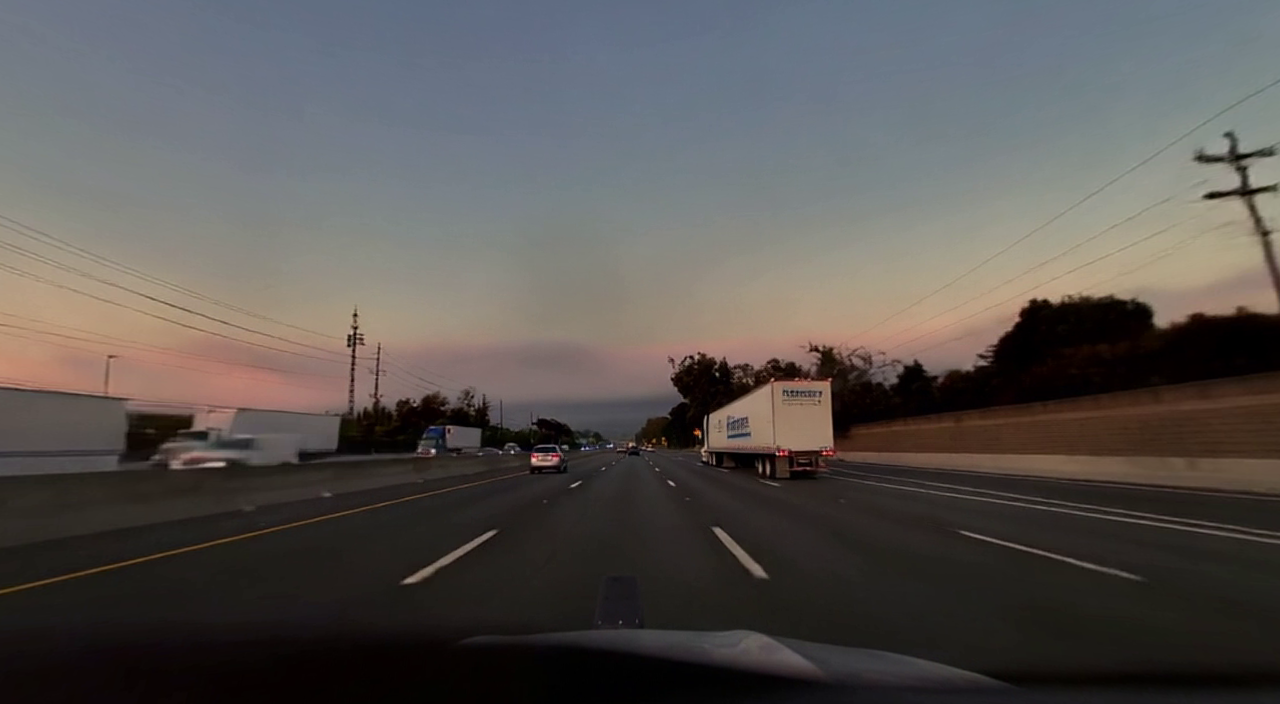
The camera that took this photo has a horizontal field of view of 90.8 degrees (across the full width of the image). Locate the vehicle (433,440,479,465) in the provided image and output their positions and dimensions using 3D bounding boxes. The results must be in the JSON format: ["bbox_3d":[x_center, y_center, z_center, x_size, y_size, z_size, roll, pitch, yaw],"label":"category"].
[{"bbox_3d":[-14.028,7.696,48.499,2.177,1.837,4.780,0,-9,-1],"label":"vehicle"}]

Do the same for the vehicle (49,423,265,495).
[{"bbox_3d":[-13.118,2.954,17.720,2.193,1.724,4.842,0,-9,0],"label":"vehicle"}]

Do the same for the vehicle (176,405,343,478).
[{"bbox_3d":[-21.195,5.191,36.396,2.988,3.535,10.678,0,-9,0],"label":"vehicle"}]

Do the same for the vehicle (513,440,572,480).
[{"bbox_3d":[-4.331,4.880,28.668,2.027,1.651,4.099,0,-9,0],"label":"vehicle"}]

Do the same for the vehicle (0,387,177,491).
[{"bbox_3d":[-25.270,3.429,24.713,2.849,3.846,15.601,0,-9,-1],"label":"vehicle"}]

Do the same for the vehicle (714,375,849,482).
[{"bbox_3d":[6.465,4.182,32.712,2.919,4.195,15.833,0,-9,-1],"label":"vehicle"}]
